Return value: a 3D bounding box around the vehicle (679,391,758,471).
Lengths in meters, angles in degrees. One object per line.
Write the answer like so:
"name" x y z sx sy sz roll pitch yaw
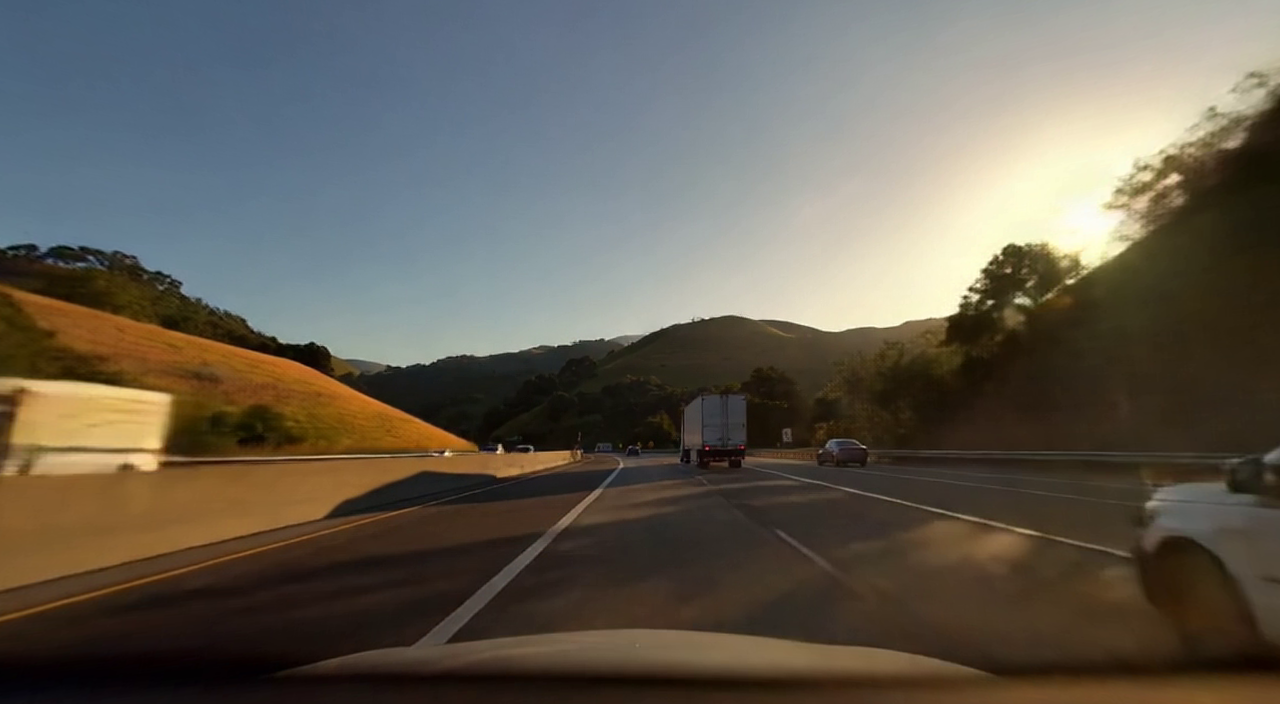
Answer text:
"vehicle" 4.217 4.715 36.756 3.049 3.968 10.706 0 -9 -1

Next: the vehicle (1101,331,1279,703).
"vehicle" 3.768 0.612 1.533 2.055 1.737 4.224 0 -9 0

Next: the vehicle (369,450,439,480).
"vehicle" -12.643 6.044 34.043 1.984 1.501 4.706 0 -9 0

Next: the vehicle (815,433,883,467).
"vehicle" 11.526 5.471 35.112 2.046 1.741 4.769 0 -9 -1

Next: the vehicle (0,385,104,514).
"vehicle" -16.409 2.082 13.423 2.747 2.984 8.051 0 -9 0
